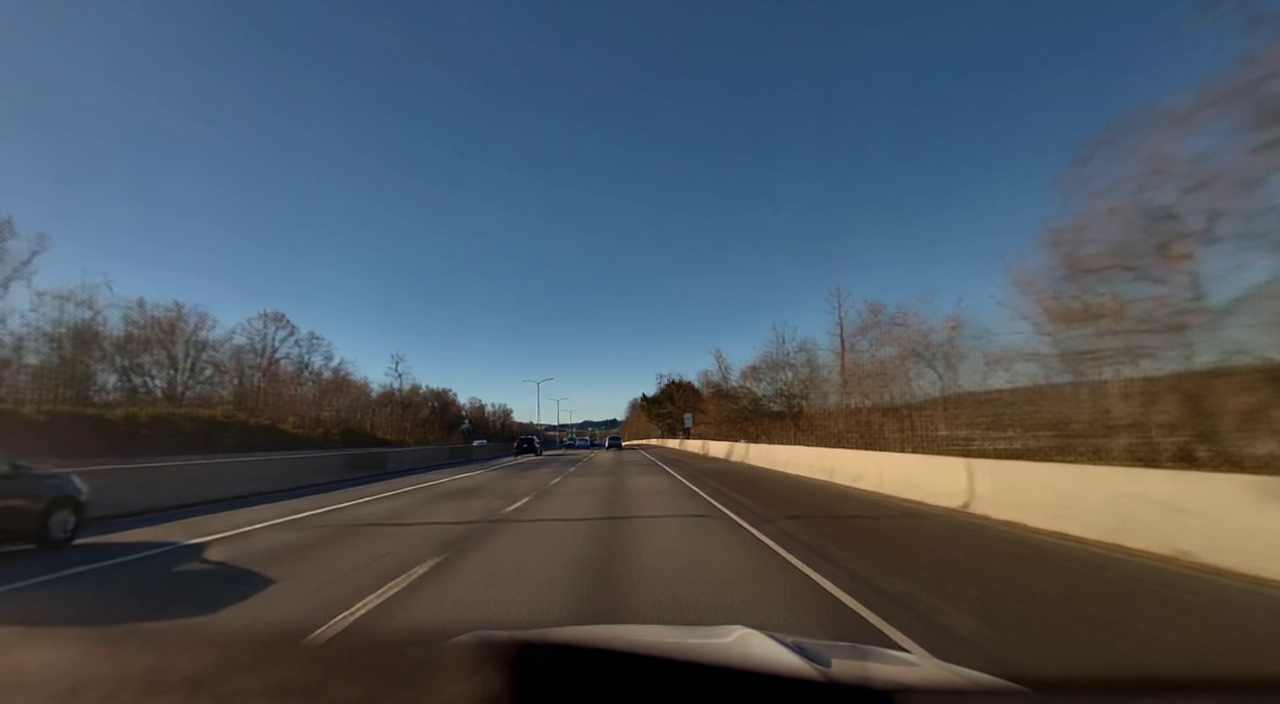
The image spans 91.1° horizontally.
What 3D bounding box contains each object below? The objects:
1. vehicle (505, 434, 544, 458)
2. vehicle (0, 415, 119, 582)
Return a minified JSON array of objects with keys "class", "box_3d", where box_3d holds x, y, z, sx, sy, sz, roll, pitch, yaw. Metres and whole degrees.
[{"class":"vehicle","box_3d":[-7.787,6.337,42.691,1.988,1.505,4.044,0,-8,-2]},{"class":"vehicle","box_3d":[-6.874,1.240,4.948,1.972,1.532,4.222,0,-8,-1]}]
